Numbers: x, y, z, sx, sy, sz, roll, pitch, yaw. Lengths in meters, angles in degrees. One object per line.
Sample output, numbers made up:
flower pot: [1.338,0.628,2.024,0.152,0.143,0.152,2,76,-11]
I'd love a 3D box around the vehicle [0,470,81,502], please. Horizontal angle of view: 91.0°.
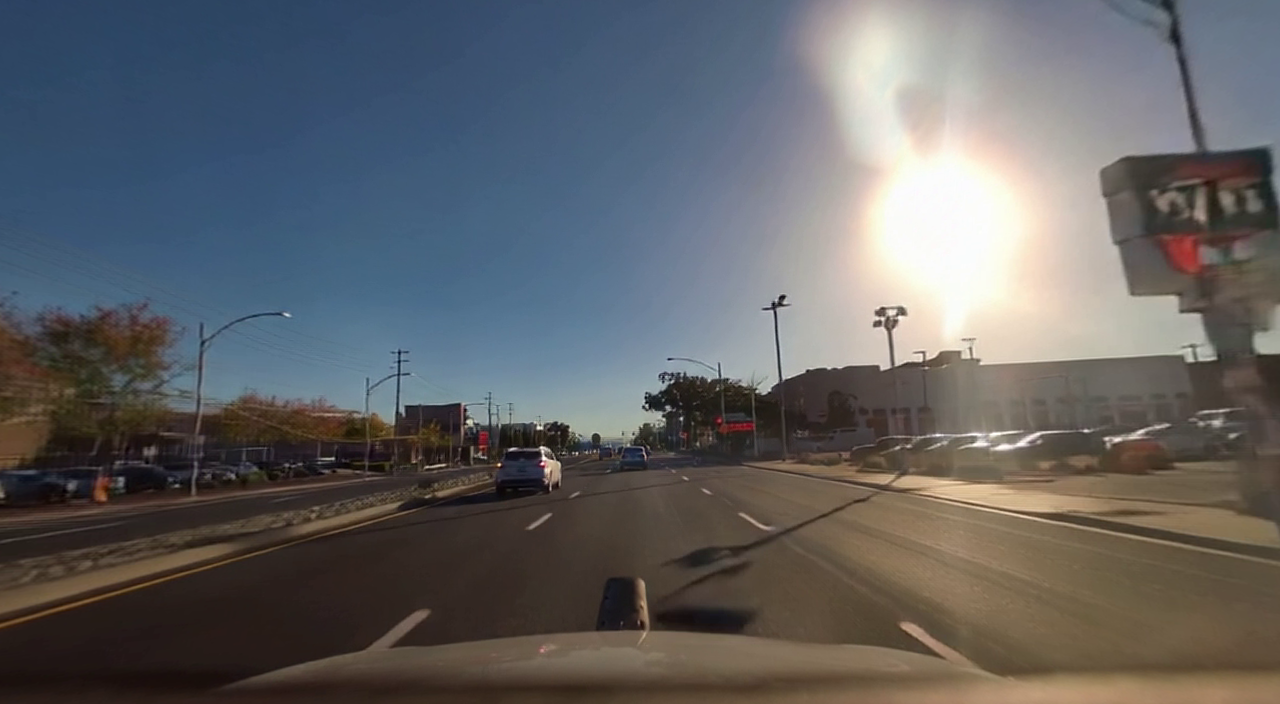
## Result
vehicle: [-30.667,6.522,30.802,4.570,1.428,2.098,0,-9,0]

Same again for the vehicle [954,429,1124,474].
vehicle: [14.069,3.525,22.446,4.630,1.497,2.016,0,-9,1]

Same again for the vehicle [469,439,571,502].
vehicle: [-3.161,3.206,17.499,1.939,1.496,4.309,0,-9,0]

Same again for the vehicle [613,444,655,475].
vehicle: [-0.306,5.402,31.953,2.019,1.459,4.005,0,-9,-1]

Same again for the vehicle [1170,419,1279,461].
vehicle: [25.032,3.610,25.831,4.514,1.606,2.128,0,-9,1]

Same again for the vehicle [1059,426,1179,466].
vehicle: [19.278,3.828,25.607,1.813,1.503,3.864,0,-9,0]
